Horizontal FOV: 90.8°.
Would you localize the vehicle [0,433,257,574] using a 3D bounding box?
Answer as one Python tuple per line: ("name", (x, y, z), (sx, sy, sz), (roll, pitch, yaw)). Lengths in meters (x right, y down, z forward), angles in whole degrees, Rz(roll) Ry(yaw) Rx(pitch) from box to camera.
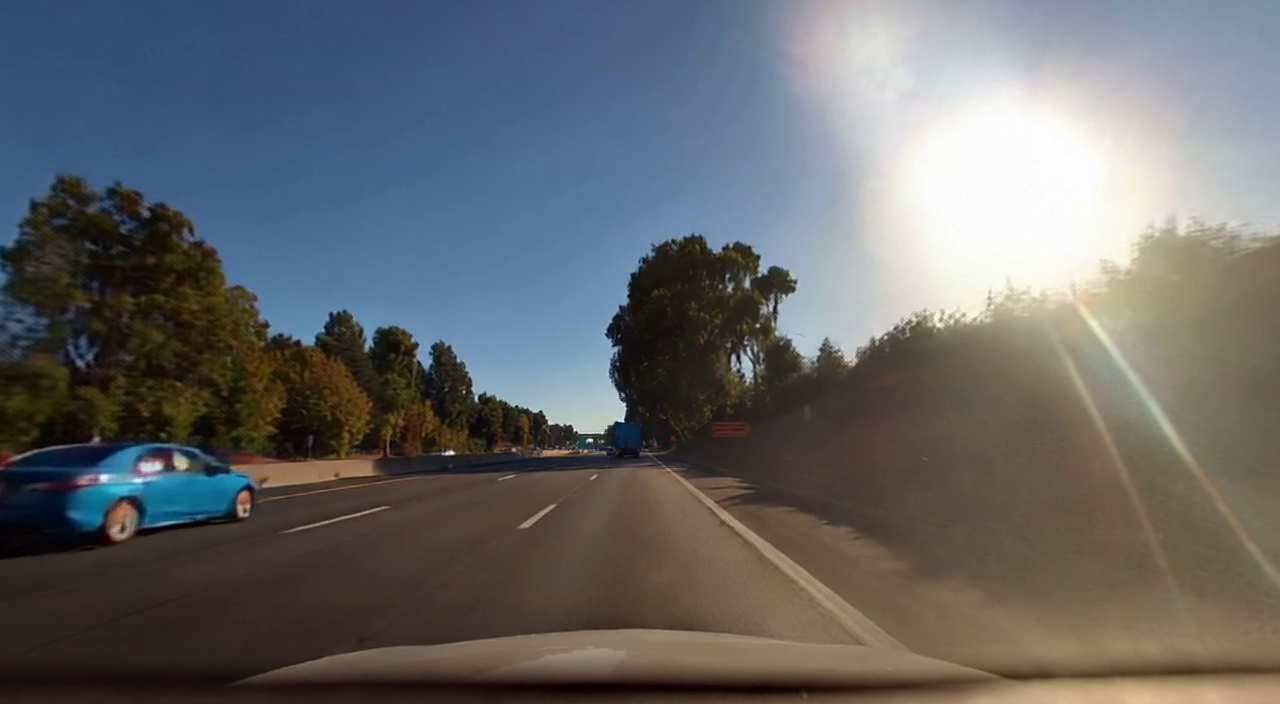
("vehicle", (-7.946, 1.953, 8.967), (2.155, 1.504, 4.490), (0, -8, 0))
